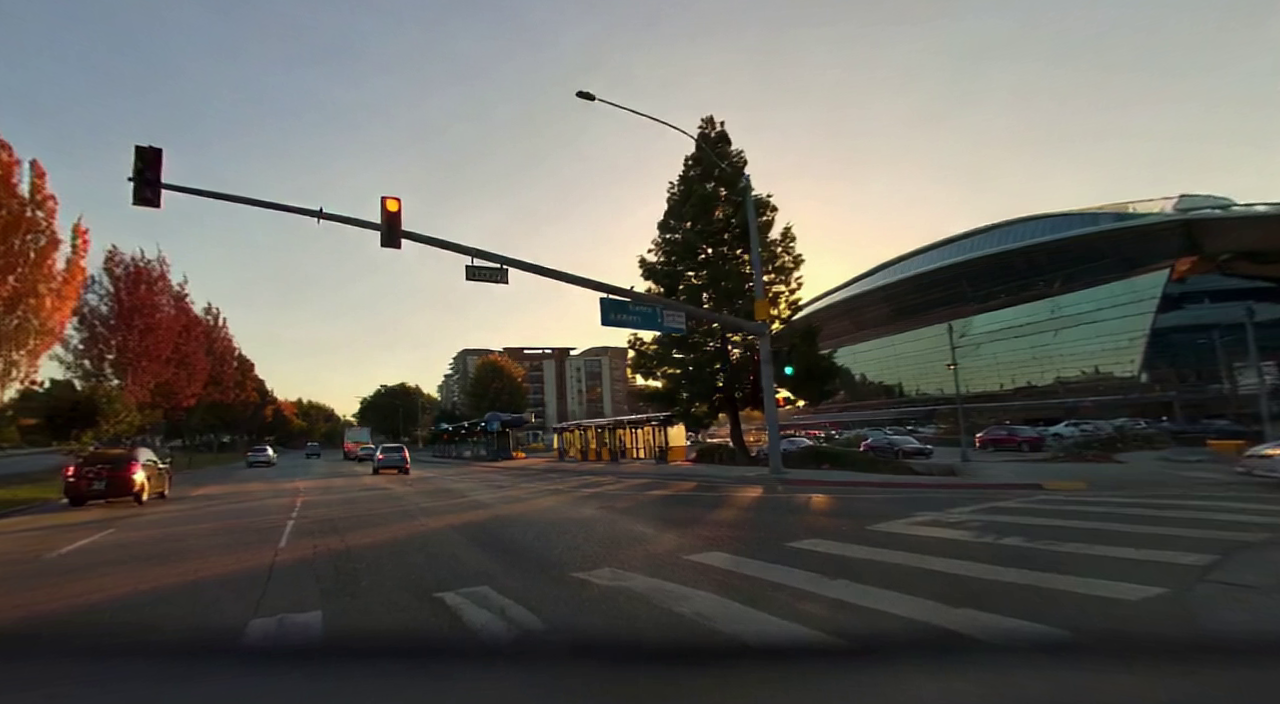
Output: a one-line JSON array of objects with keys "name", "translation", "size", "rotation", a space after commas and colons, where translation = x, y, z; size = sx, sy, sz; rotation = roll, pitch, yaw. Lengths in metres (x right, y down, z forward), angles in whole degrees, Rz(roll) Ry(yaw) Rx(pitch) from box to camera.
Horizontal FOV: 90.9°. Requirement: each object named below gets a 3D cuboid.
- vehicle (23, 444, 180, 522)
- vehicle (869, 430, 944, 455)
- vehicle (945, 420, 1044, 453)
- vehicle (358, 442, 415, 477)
[{"name": "vehicle", "translation": [-14.386, 3.415, 17.222], "size": [2.097, 1.782, 4.682], "rotation": [4, -9, -27]}, {"name": "vehicle", "translation": [18.366, 6.285, 43.698], "size": [1.796, 1.445, 4.535], "rotation": [-1, -7, -29]}, {"name": "vehicle", "translation": [21.557, 5.206, 38.570], "size": [1.860, 1.629, 4.805], "rotation": [-1, -8, -32]}, {"name": "vehicle", "translation": [-14.178, 5.926, 35.120], "size": [2.345, 1.803, 4.261], "rotation": [4, -9, -28]}]
